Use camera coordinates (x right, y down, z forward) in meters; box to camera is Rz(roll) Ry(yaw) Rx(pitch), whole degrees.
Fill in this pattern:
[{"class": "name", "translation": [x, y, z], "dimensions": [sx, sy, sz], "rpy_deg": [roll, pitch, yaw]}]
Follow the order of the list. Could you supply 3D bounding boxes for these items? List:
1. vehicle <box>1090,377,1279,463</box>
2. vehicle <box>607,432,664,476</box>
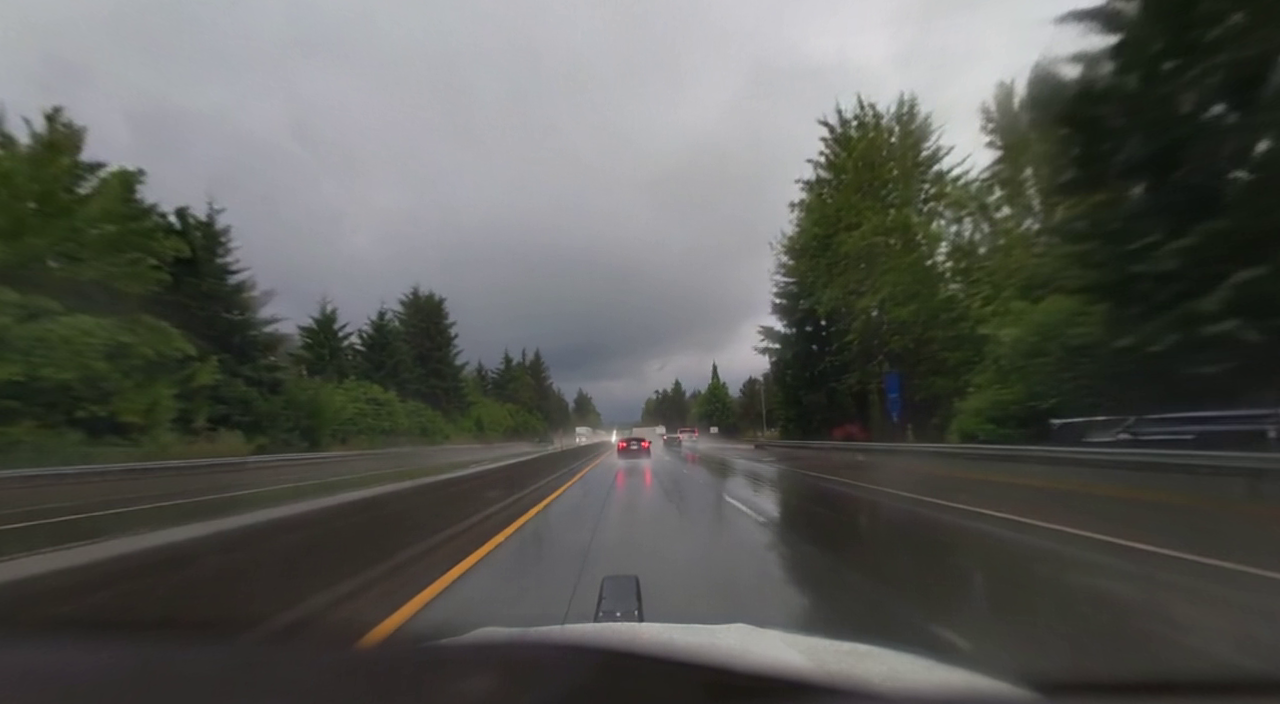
[{"class": "vehicle", "translation": [31.547, 3.690, 33.410], "dimensions": [2.988, 4.062, 14.442], "rpy_deg": [0, -8, -8]}, {"class": "vehicle", "translation": [-0.181, 3.698, 23.167], "dimensions": [1.897, 1.479, 3.724], "rpy_deg": [0, -8, -1]}]
